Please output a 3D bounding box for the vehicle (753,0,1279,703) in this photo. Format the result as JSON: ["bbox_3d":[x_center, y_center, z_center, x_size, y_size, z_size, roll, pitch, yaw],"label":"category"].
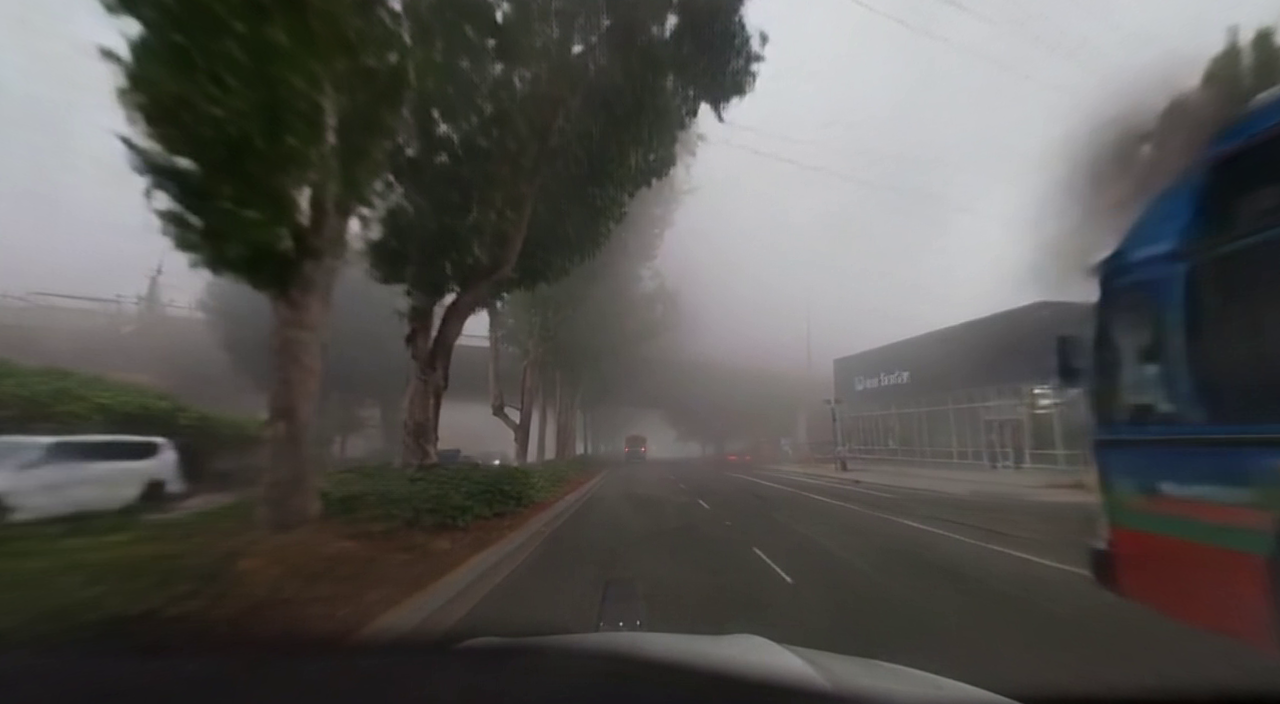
[{"bbox_3d":[4.015,0.583,5.430,3.043,3.162,13.806,0,-9,-2],"label":"vehicle"}]
